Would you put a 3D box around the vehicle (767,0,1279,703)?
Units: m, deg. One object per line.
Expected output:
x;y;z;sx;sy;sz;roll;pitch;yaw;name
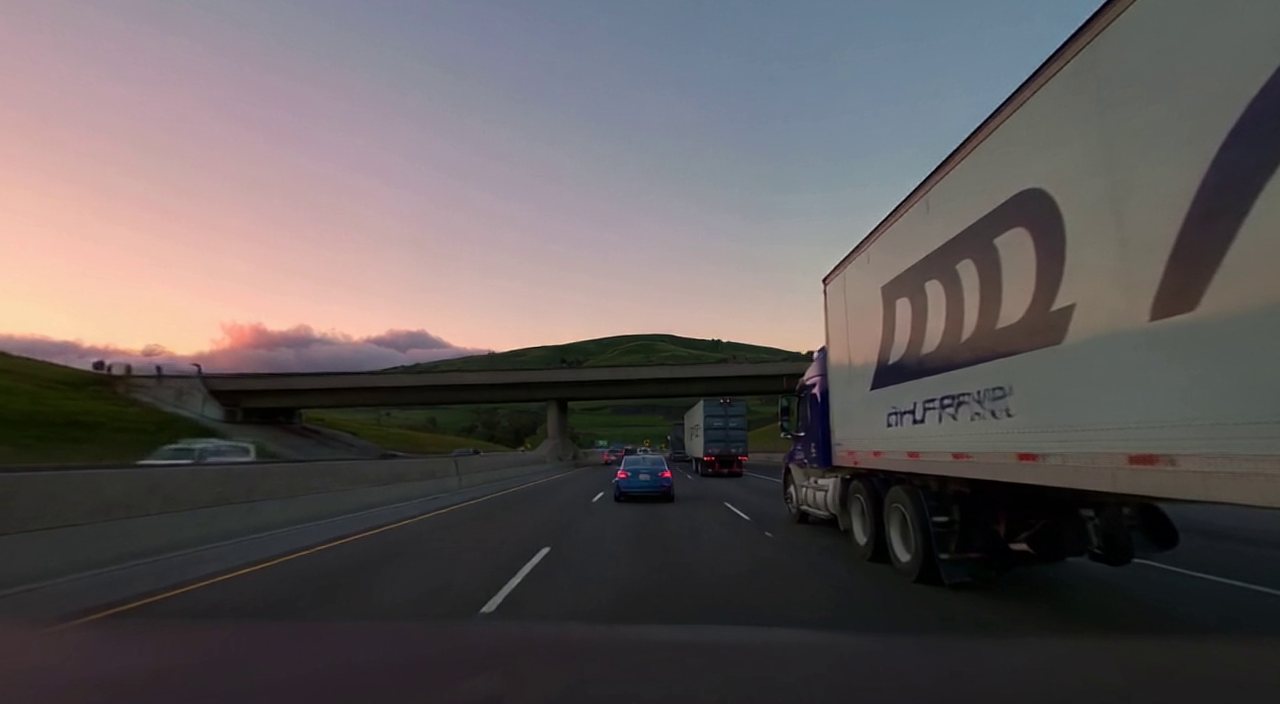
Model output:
4.165;0.566;7.936;2.884;3.930;10.206;0;-9;0;vehicle

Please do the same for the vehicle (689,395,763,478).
4.500;4.766;35.066;2.801;4.039;8.684;0;-9;0;vehicle

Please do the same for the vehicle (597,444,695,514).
0.133;2.947;15.095;2.029;1.437;3.794;0;-9;0;vehicle
